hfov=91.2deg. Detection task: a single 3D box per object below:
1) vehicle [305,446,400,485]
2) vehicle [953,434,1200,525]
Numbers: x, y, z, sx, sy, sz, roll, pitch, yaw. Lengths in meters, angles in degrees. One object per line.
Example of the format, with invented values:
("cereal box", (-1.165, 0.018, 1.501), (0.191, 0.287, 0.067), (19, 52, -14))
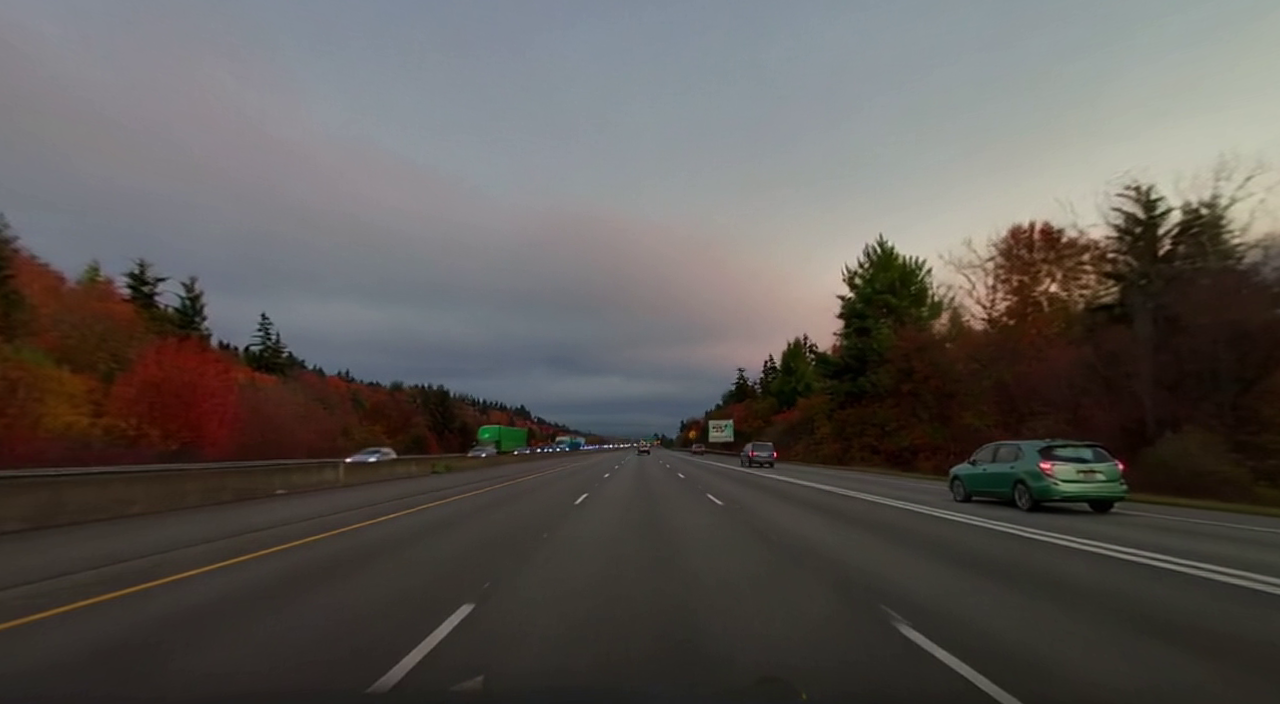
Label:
("vehicle", (-12.254, 4.839, 27.103), (1.918, 1.504, 4.582), (0, -9, 0))
("vehicle", (8.412, 2.471, 12.657), (1.874, 1.494, 4.082), (0, -9, -3))
